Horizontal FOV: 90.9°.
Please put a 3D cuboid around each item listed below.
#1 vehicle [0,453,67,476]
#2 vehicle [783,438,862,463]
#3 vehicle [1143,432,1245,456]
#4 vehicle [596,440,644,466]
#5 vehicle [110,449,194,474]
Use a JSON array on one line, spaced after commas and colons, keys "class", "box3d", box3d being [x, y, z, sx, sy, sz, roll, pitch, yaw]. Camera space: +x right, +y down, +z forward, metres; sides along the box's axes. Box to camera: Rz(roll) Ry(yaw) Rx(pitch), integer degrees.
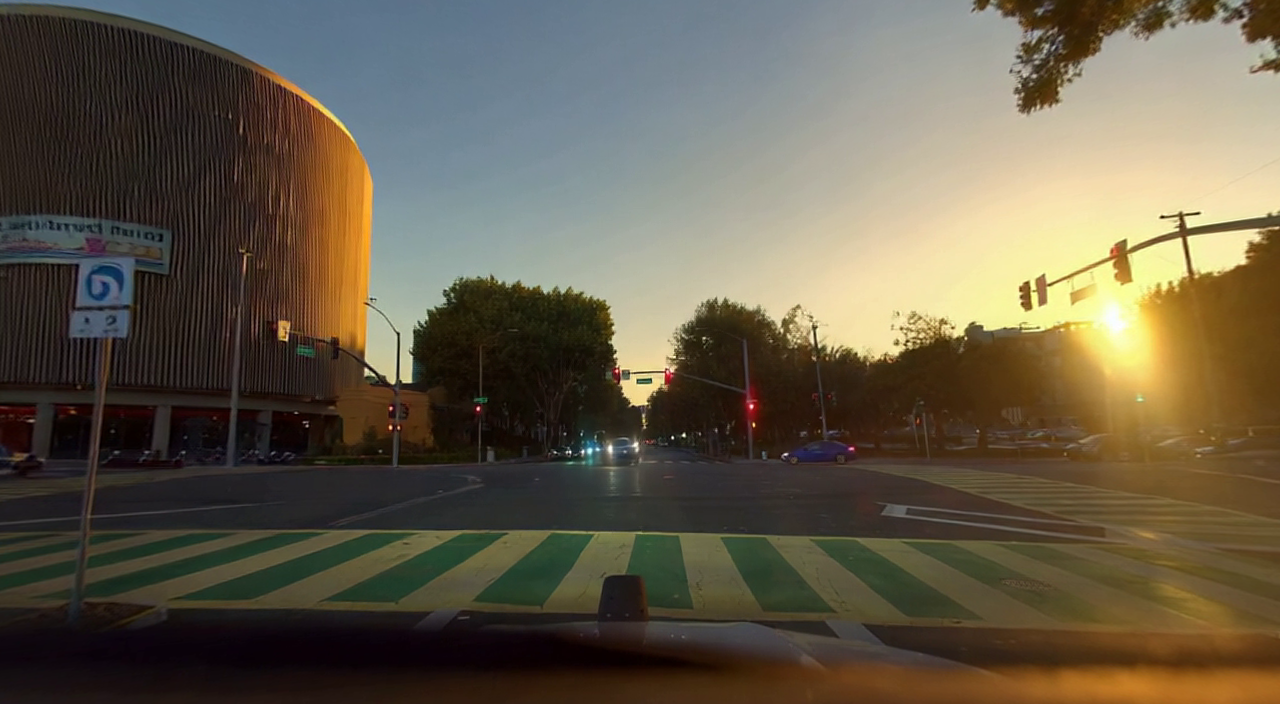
[{"class": "vehicle", "box3d": [-41.646, 7.633, 42.767, 3.698, 1.467, 1.779, 0, -8, 1]}, {"class": "vehicle", "box3d": [11.378, 6.188, 39.602, 4.529, 1.457, 1.981, -2, -9, 9]}, {"class": "vehicle", "box3d": [36.156, 6.016, 41.194, 4.767, 1.456, 1.858, 0, -8, 2]}, {"class": "vehicle", "box3d": [-1.313, 6.115, 38.291, 2.280, 1.454, 4.836, 1, -9, -10]}, {"class": "vehicle", "box3d": [-33.069, 7.406, 42.751, 4.136, 1.661, 1.857, 0, -8, 1]}]
